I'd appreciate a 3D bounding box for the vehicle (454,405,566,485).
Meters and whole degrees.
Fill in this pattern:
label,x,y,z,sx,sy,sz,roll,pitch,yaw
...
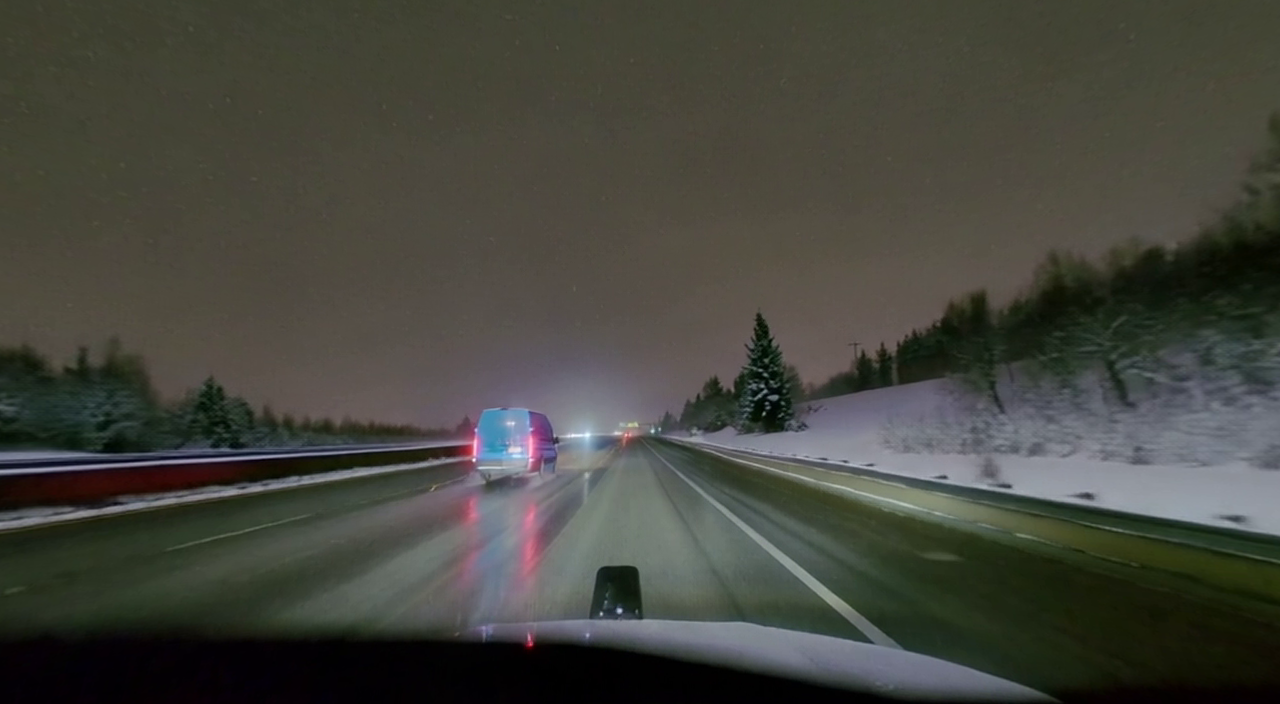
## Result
label,x,y,z,sx,sy,sz,roll,pitch,yaw
vehicle,-3.639,2.730,18.671,2.309,2.053,4.884,0,-8,0
